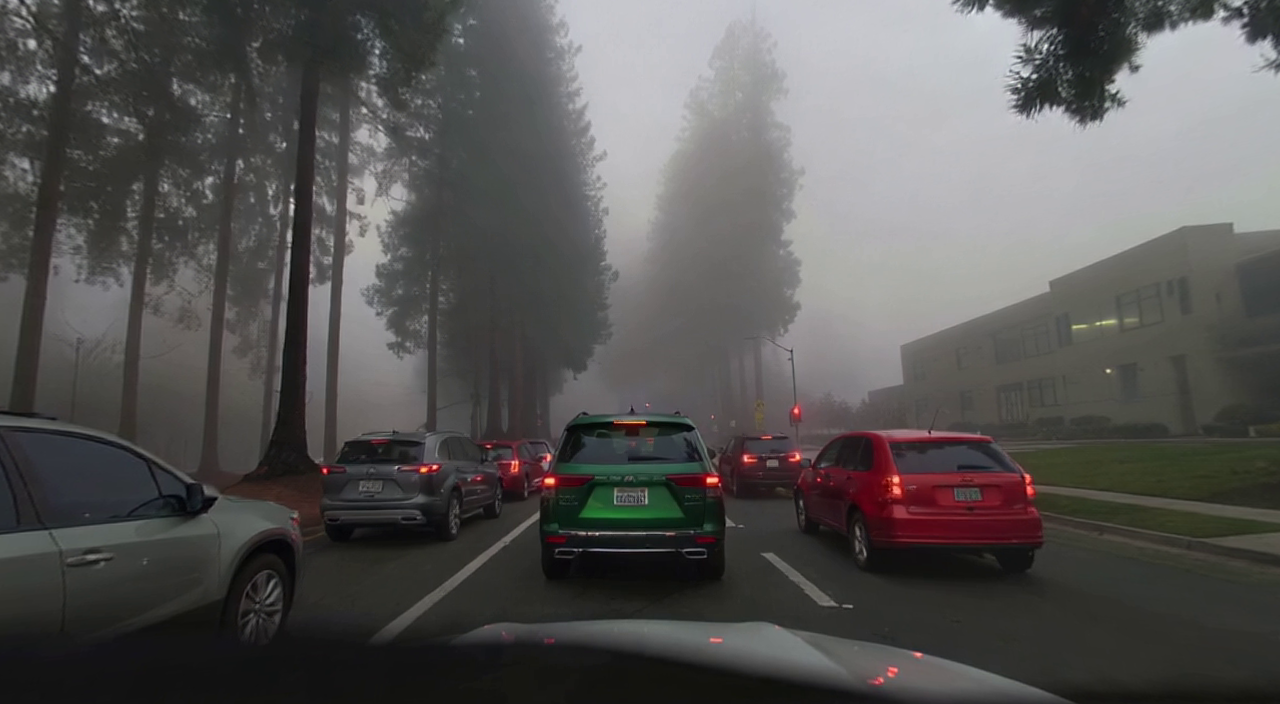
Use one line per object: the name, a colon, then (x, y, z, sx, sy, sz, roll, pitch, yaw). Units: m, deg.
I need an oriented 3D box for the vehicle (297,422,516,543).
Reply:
vehicle: (-3.656, 2.122, 10.911, 2.042, 1.641, 4.314, 0, -8, 1)

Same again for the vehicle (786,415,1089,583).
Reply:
vehicle: (3.256, 1.668, 7.865, 1.922, 1.579, 3.642, 0, -8, -1)

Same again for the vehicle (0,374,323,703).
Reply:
vehicle: (-3.781, 0.998, 3.282, 1.929, 1.641, 4.193, 0, -8, 2)

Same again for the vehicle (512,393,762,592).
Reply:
vehicle: (-0.006, 1.538, 7.656, 2.193, 1.744, 4.033, 0, -8, 1)
